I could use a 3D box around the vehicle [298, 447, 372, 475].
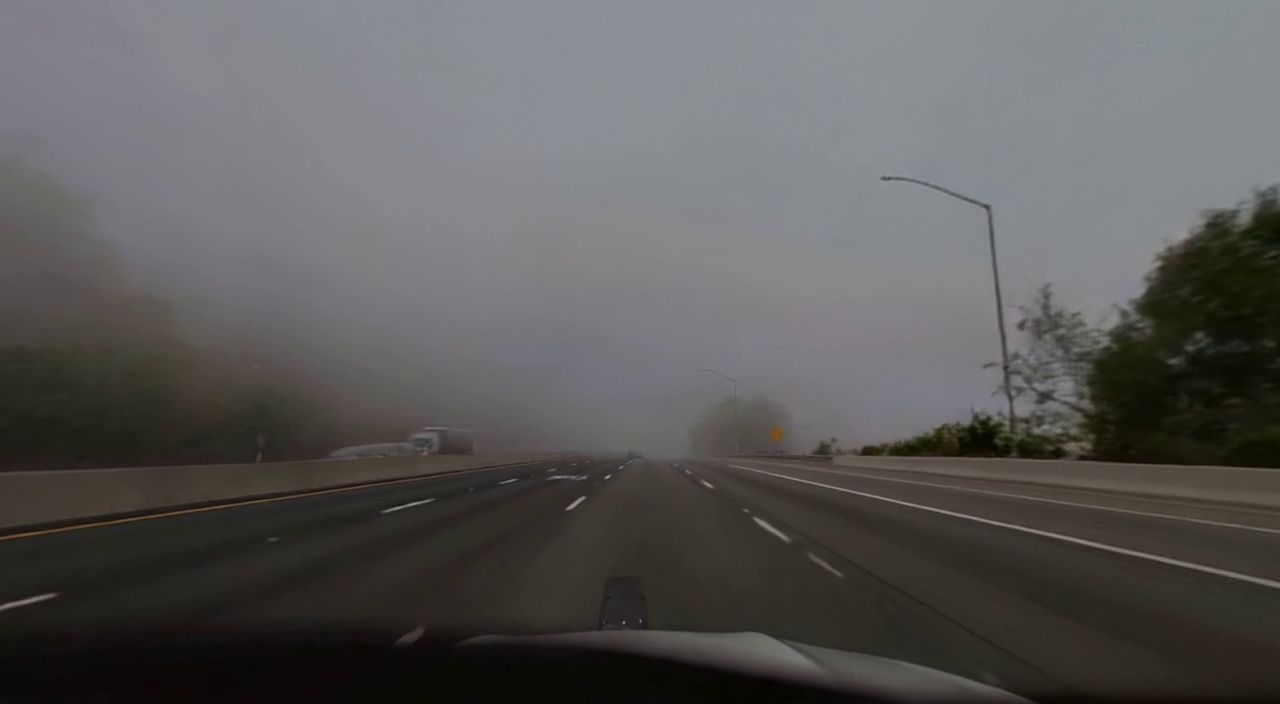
[{"bbox_3d":[-18.054,6.457,37.616,2.033,1.537,4.607,0,-8,1],"label":"vehicle"}]
